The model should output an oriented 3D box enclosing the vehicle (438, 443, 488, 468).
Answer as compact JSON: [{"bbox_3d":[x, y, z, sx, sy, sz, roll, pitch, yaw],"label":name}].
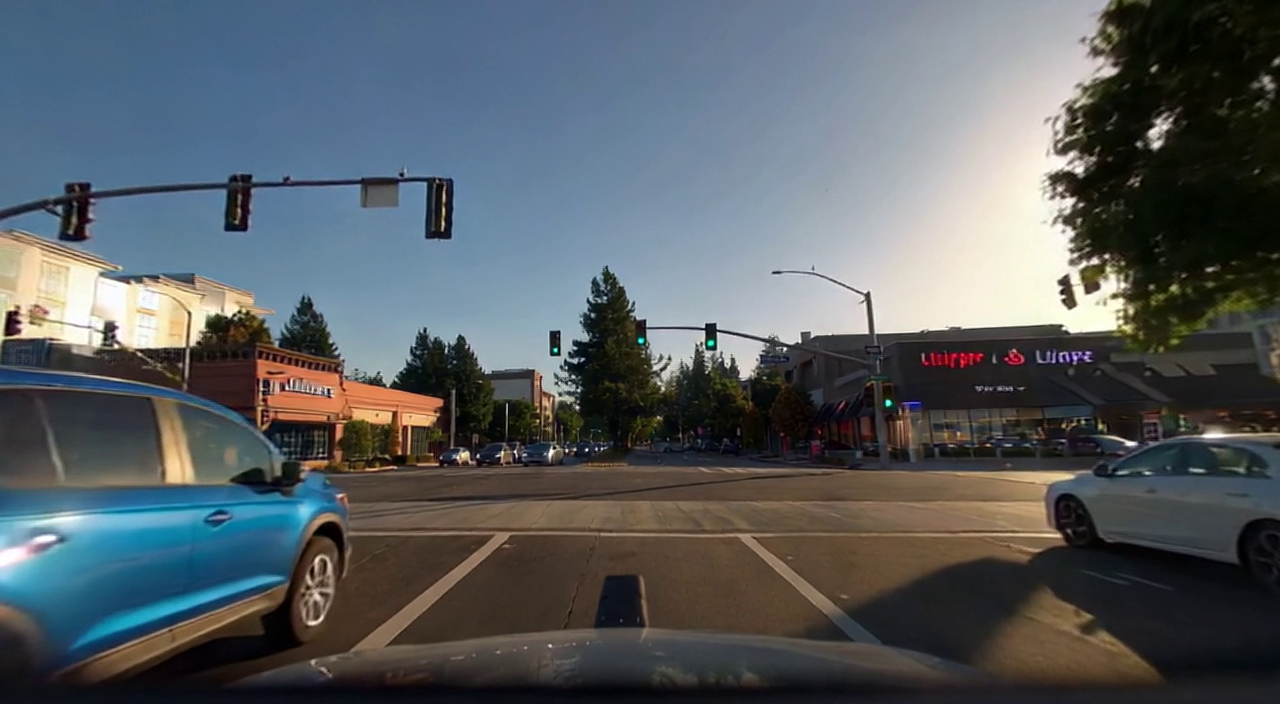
[{"bbox_3d":[-11.362,6.666,40.839,2.003,1.476,4.082,0,-8,1],"label":"vehicle"}]

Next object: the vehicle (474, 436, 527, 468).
[{"bbox_3d":[-8.445,6.120,38.776,2.273,1.791,4.809,0,-8,-1],"label":"vehicle"}]

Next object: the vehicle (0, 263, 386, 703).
[{"bbox_3d":[-3.345,0.777,2.944,2.313,1.883,5.016,0,-9,-1],"label":"vehicle"}]

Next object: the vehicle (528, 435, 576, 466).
[{"bbox_3d":[-5.457,6.222,40.035,2.384,1.787,5.038,0,-8,-1],"label":"vehicle"}]

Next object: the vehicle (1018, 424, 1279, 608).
[{"bbox_3d":[6.162,1.475,6.143,1.972,1.476,4.775,0,-8,-1],"label":"vehicle"}]
